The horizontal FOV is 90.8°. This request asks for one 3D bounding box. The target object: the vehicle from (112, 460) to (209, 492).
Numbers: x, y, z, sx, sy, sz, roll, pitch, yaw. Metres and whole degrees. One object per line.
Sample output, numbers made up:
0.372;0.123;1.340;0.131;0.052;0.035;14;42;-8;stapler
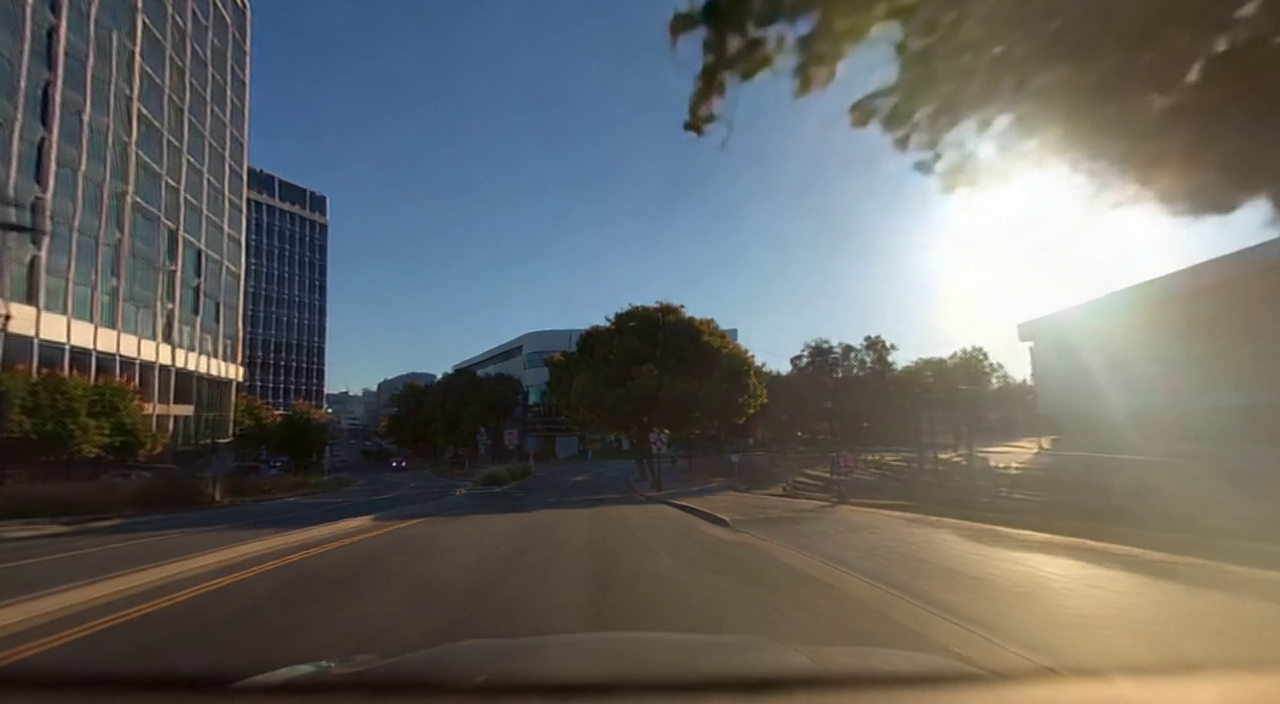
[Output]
-28.919;7.458;38.123;4.473;1.778;2.125;-2;-9;13;vehicle
